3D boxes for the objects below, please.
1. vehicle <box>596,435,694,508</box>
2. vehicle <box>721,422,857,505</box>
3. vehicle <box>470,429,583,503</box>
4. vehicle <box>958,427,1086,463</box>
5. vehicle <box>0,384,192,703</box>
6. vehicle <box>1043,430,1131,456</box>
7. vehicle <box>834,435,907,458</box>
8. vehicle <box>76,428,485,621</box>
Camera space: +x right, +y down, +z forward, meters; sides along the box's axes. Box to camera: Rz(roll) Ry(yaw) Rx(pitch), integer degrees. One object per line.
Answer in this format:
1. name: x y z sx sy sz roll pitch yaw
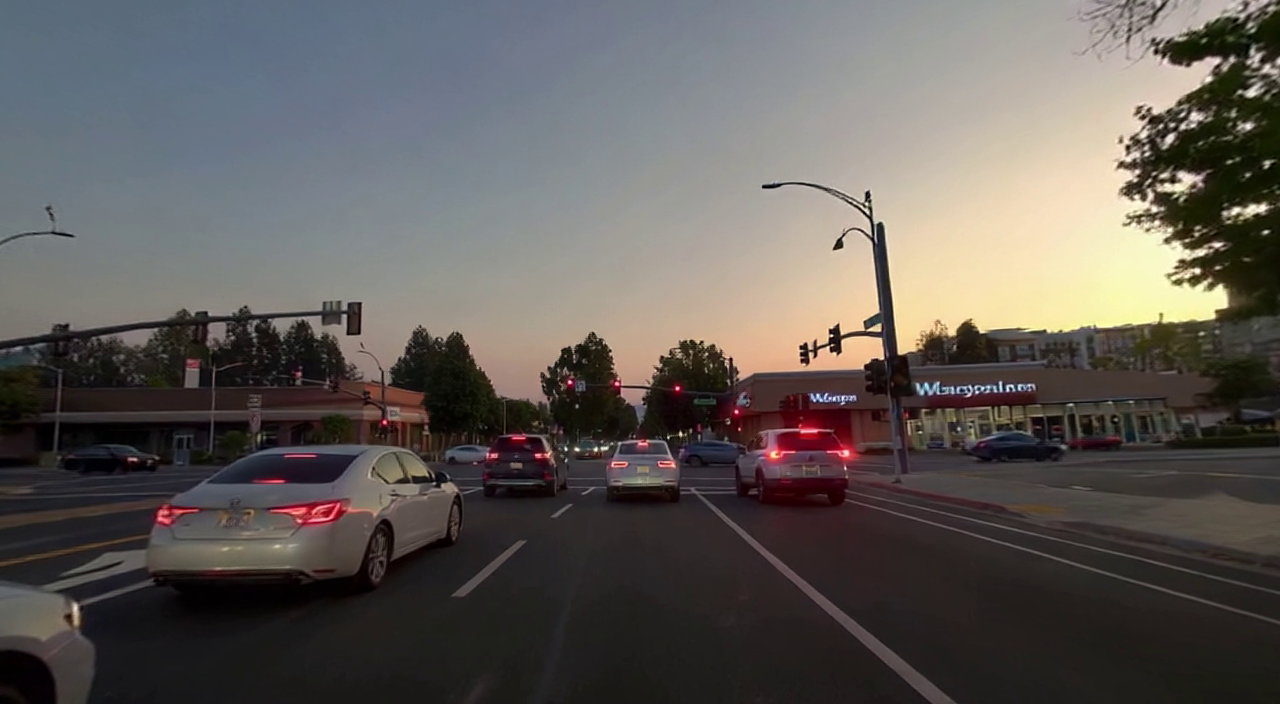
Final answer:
1. vehicle: 0.141 2.806 15.139 2.032 1.499 3.994 0 -9 1
2. vehicle: 3.341 2.633 15.177 2.076 1.691 4.402 0 -9 -2
3. vehicle: -2.824 2.967 16.660 2.072 1.694 4.070 -1 -9 2
4. vehicle: 21.081 5.187 34.996 5.504 1.821 2.173 -2 -9 9
5. vehicle: -3.080 0.598 0.163 2.249 1.517 4.951 0 -9 1
6. vehicle: 30.591 6.239 43.169 4.432 1.680 1.932 0 -9 2
7. vehicle: 17.005 7.023 46.668 4.626 1.653 1.982 0 -9 1
8. vehicle: -3.336 1.679 7.123 2.014 1.472 4.357 0 -9 1
